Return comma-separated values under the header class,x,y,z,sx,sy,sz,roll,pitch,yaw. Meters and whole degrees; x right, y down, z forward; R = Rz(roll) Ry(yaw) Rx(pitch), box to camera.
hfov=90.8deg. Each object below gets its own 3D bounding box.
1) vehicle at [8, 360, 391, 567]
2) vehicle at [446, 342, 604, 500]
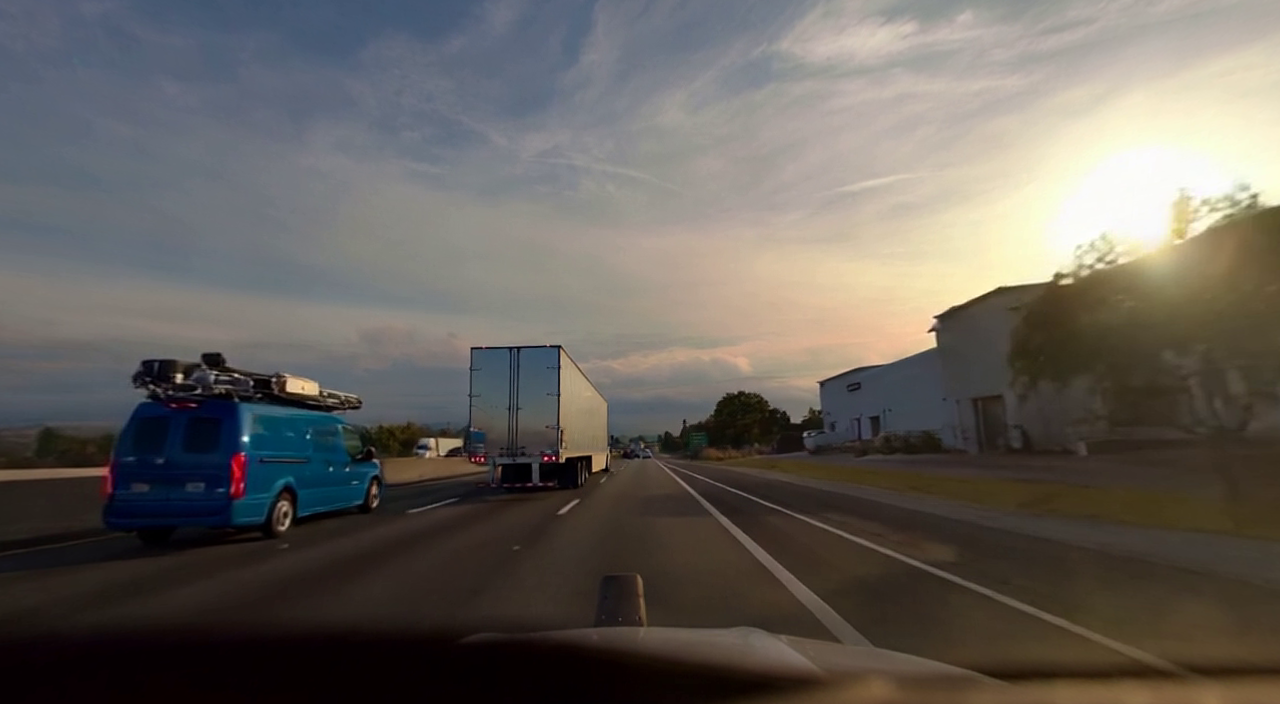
class,x,y,z,sx,sy,sz,roll,pitch,yaw
vehicle,-6.905,1.876,11.269,2.385,2.672,6.049,0,-8,0
vehicle,-3.458,2.974,24.677,2.939,4.132,16.303,0,-9,1
